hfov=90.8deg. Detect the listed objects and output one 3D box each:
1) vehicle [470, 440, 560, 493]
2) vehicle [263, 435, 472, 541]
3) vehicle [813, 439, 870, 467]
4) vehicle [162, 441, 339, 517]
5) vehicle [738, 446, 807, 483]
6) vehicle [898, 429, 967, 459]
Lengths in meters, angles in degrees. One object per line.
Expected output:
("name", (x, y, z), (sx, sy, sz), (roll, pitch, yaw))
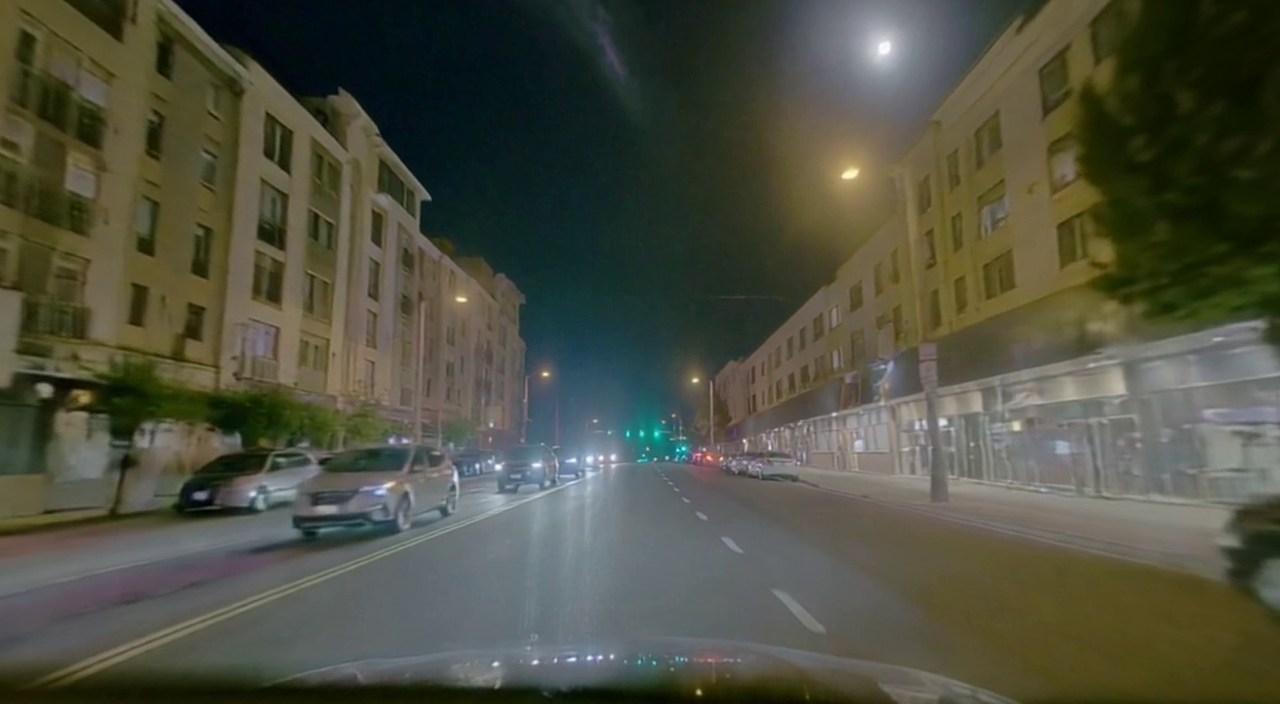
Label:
("vehicle", (-4.283, 3.996, 22.463), (2.145, 1.653, 4.421), (-1, -8, 2))
("vehicle", (-4.871, 2.455, 12.122), (1.950, 1.636, 4.253), (-1, -8, 3))
("vehicle", (11.830, 5.956, 37.460), (1.866, 1.506, 4.934), (-1, -8, 2))
("vehicle", (-10.351, 3.387, 17.329), (1.917, 1.735, 4.535), (-2, -9, 1))
("vehicle", (6.073, 5.195, 29.492), (2.054, 1.525, 4.258), (0, -8, -4))
("vehicle", (17.374, 5.509, 37.814), (1.908, 1.680, 4.434), (0, -8, -1))
